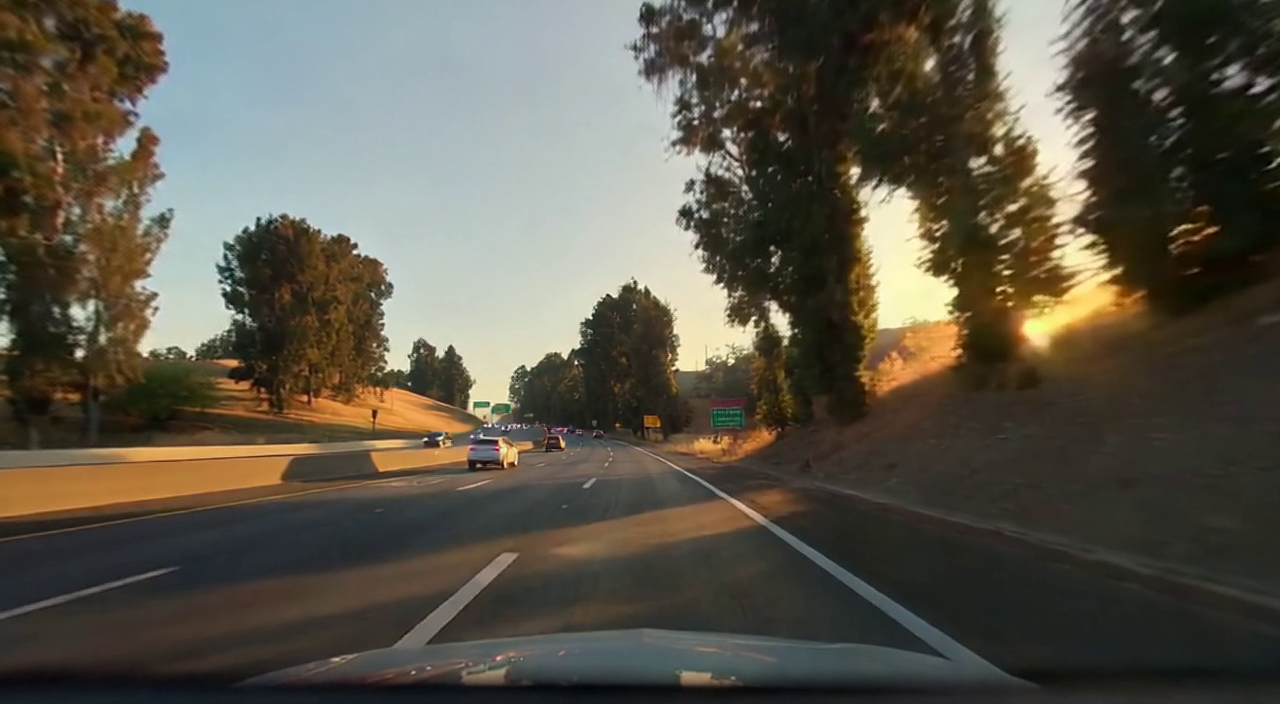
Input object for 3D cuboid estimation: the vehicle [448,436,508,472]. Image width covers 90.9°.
[{"bbox_3d":[-7.764,4.917,30.610,1.931,1.608,3.977,0,-8,-1],"label":"vehicle"}]
